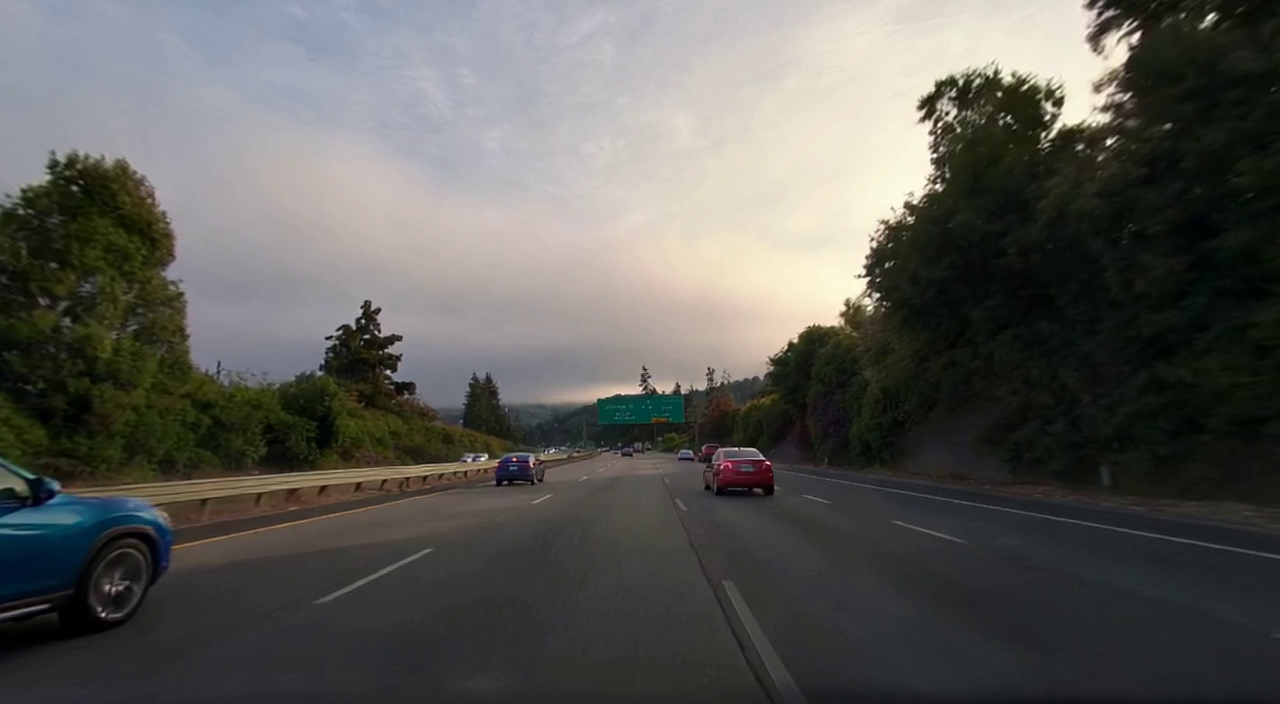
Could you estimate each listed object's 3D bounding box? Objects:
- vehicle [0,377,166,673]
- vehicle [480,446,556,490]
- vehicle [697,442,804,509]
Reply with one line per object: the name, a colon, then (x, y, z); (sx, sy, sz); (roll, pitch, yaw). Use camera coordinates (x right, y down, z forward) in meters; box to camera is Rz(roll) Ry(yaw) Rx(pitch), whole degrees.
vehicle: (-4.876, 0.887, 2.820); (2.079, 1.745, 4.281); (0, -9, 1)
vehicle: (-4.520, 4.366, 24.033); (2.009, 1.488, 4.289); (0, -9, 1)
vehicle: (2.810, 3.260, 17.075); (2.120, 1.572, 4.344); (0, -9, 0)
